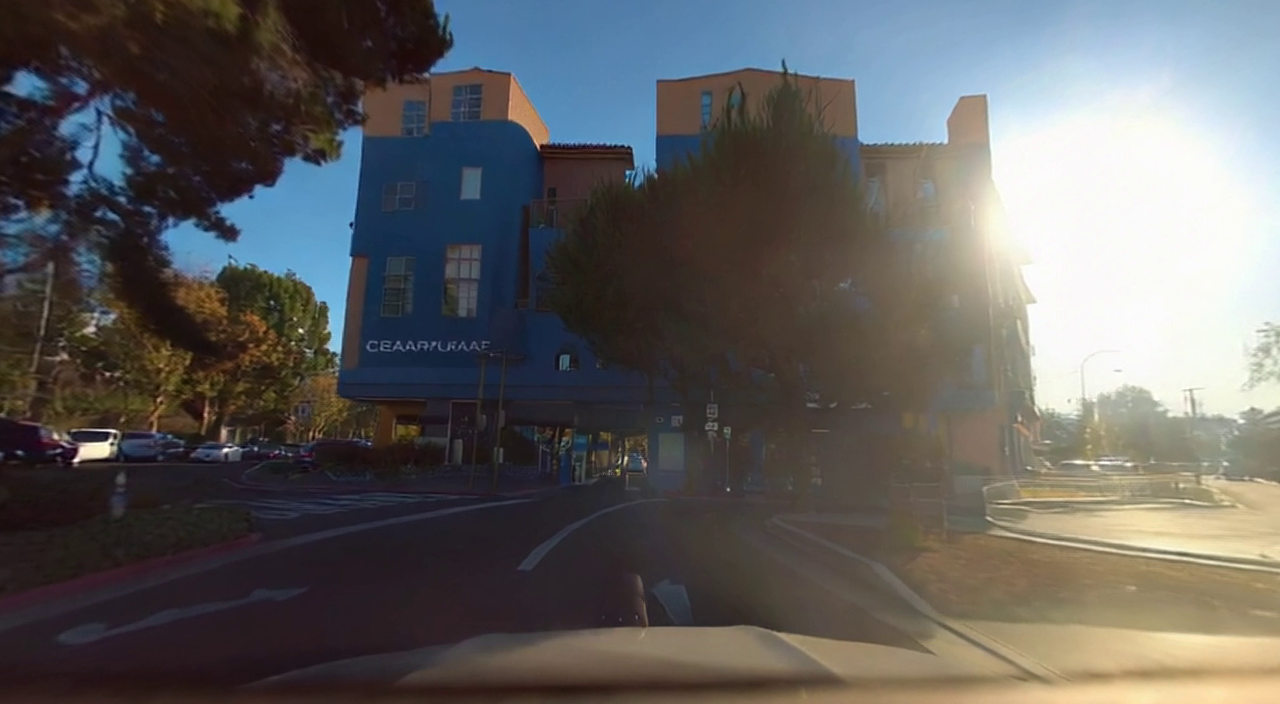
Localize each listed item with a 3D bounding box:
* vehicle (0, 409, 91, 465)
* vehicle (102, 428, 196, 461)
[{"bbox_3d":[-22.251,3.130,22.561,1.675,1.587,3.980,-3,-12,-4],"label":"vehicle"},{"bbox_3d":[-25.648,4.806,33.042,1.870,1.563,4.039,-2,-7,-3],"label":"vehicle"}]
